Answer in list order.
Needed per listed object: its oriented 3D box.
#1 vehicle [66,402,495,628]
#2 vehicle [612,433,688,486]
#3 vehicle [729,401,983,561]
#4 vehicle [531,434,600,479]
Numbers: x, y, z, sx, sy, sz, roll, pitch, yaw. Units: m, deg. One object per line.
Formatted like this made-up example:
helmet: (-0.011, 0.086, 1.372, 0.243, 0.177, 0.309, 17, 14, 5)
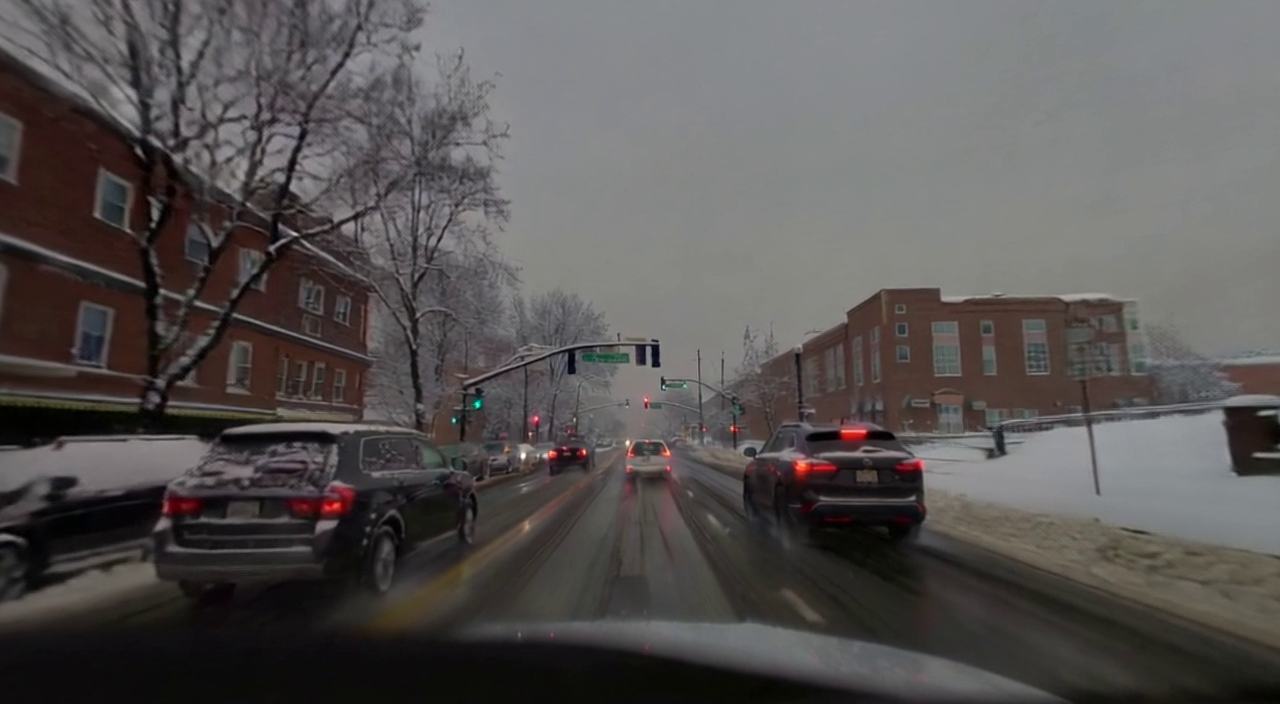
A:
vehicle: (-3.084, 1.482, 6.633, 2.085, 1.619, 3.976, -1, -8, 1)
vehicle: (0.270, 3.359, 19.928, 2.139, 1.466, 4.373, 0, -8, 0)
vehicle: (2.657, 1.724, 9.097, 2.094, 1.709, 4.394, 0, -8, 0)
vehicle: (-2.751, 3.987, 24.291, 2.019, 1.507, 4.643, 0, -8, 1)
